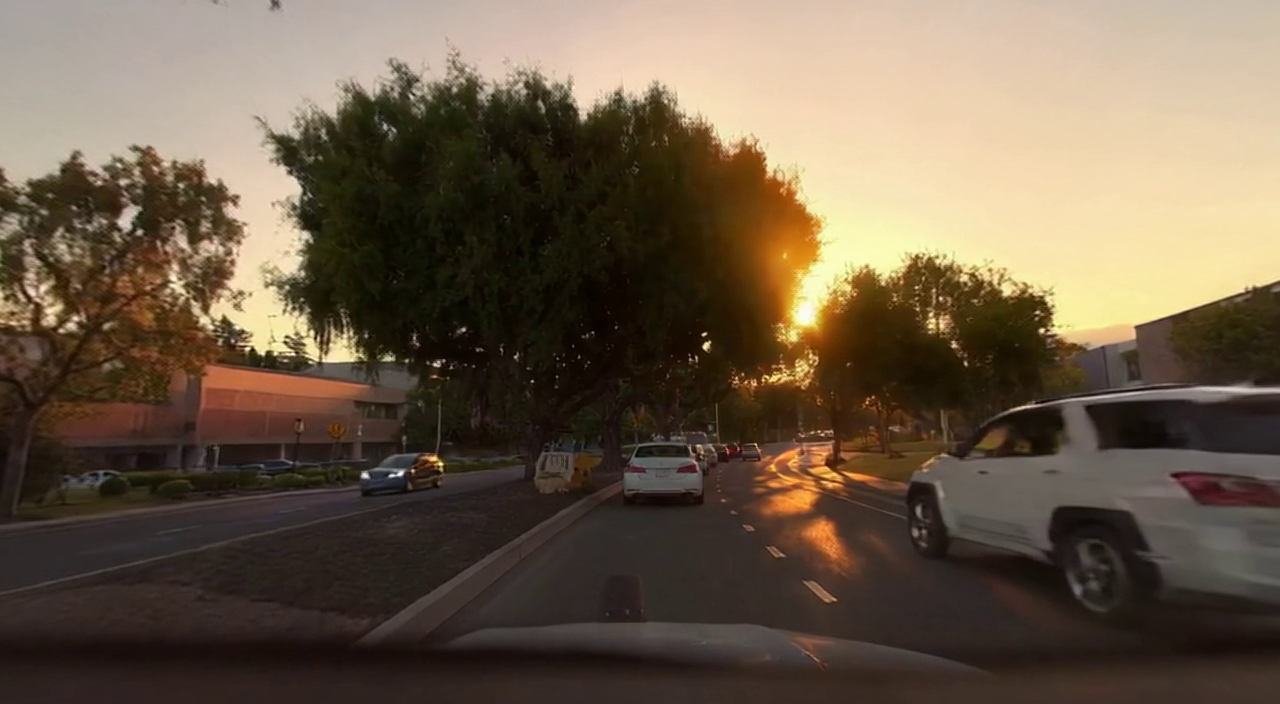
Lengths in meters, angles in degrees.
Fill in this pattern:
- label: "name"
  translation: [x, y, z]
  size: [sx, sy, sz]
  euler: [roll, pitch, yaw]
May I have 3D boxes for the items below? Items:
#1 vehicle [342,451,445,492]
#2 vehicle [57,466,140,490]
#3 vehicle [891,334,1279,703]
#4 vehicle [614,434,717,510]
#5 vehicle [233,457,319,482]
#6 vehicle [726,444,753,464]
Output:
- label: "vehicle"
  translation: [-10.128, 4.934, 26.434]
  size: [2.027, 1.511, 4.711]
  euler: [-1, -8, 6]
- label: "vehicle"
  translation: [-38.537, 8.982, 44.937]
  size: [4.279, 1.561, 2.022]
  euler: [-1, -8, 7]
- label: "vehicle"
  translation: [4.104, 1.125, 5.143]
  size: [1.953, 1.818, 5.299]
  euler: [0, -8, 0]
- label: "vehicle"
  translation: [0.694, 2.820, 15.321]
  size: [2.154, 1.585, 3.997]
  euler: [-1, -8, 5]
- label: "vehicle"
  translation: [-25.600, 8.284, 44.400]
  size: [4.951, 1.618, 1.952]
  euler: [-1, -8, 6]
- label: "vehicle"
  translation: [7.828, 7.987, 49.585]
  size: [1.984, 1.507, 4.359]
  euler: [-2, -8, 9]
